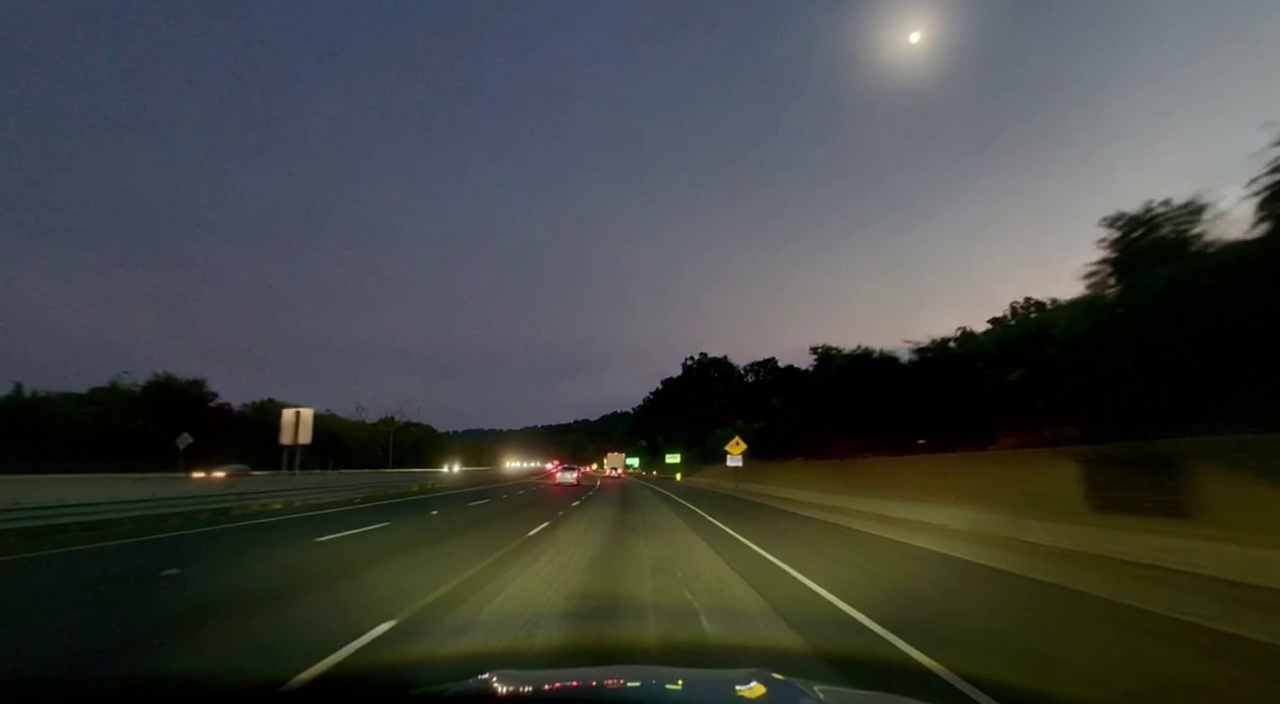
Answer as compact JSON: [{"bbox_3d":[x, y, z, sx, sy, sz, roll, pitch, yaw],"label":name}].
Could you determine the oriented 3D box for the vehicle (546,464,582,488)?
[{"bbox_3d":[-5.237,8.589,43.797,2.115,1.546,4.638,1,-10,-2],"label":"vehicle"}]

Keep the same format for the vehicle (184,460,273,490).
[{"bbox_3d":[-21.994,6.605,33.912,1.847,1.469,4.439,1,-10,-2],"label":"vehicle"}]
